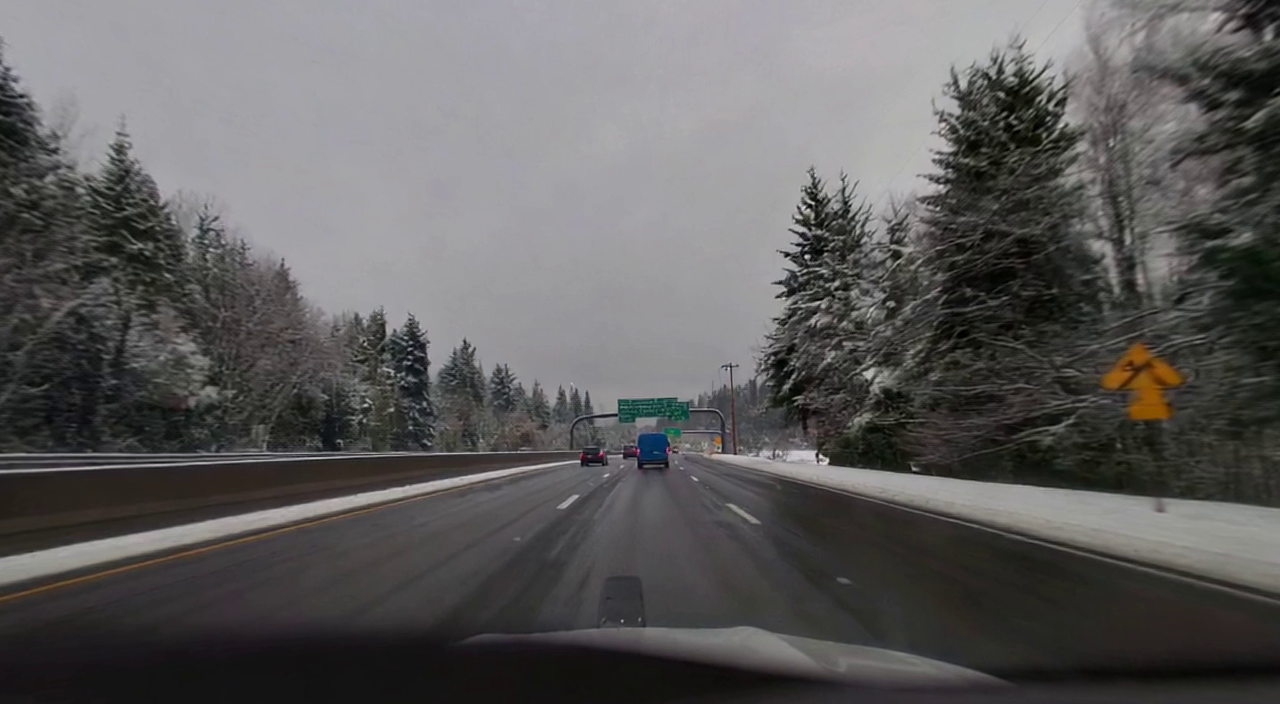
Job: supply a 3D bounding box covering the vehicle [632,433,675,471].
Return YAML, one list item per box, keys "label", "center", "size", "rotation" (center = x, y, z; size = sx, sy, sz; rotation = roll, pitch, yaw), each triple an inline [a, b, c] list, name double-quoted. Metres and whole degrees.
- label: "vehicle"
  center: [0.783, 5.687, 35.856]
  size: [2.261, 1.969, 5.104]
  rotation: [0, -9, 2]

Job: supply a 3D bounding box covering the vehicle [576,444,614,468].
- label: "vehicle"
  center: [-2.849, 6.685, 40.635]
  size: [1.996, 1.433, 4.316]
  rotation: [0, -9, 2]
